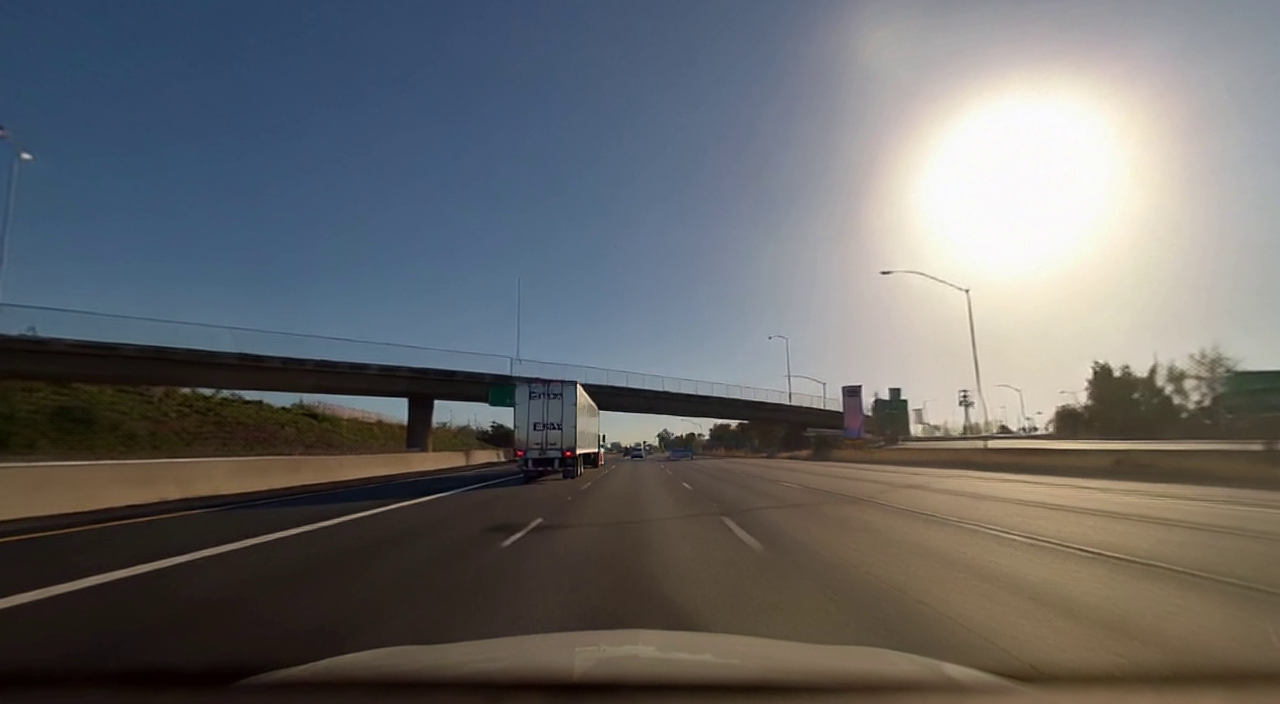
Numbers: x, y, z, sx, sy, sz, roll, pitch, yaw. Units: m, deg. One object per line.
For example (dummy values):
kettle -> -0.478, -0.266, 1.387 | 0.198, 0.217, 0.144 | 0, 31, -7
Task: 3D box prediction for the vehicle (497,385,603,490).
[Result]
vehicle -> -3.248, 3.479, 25.226 | 2.922, 3.458, 8.360 | 0, -9, 1
